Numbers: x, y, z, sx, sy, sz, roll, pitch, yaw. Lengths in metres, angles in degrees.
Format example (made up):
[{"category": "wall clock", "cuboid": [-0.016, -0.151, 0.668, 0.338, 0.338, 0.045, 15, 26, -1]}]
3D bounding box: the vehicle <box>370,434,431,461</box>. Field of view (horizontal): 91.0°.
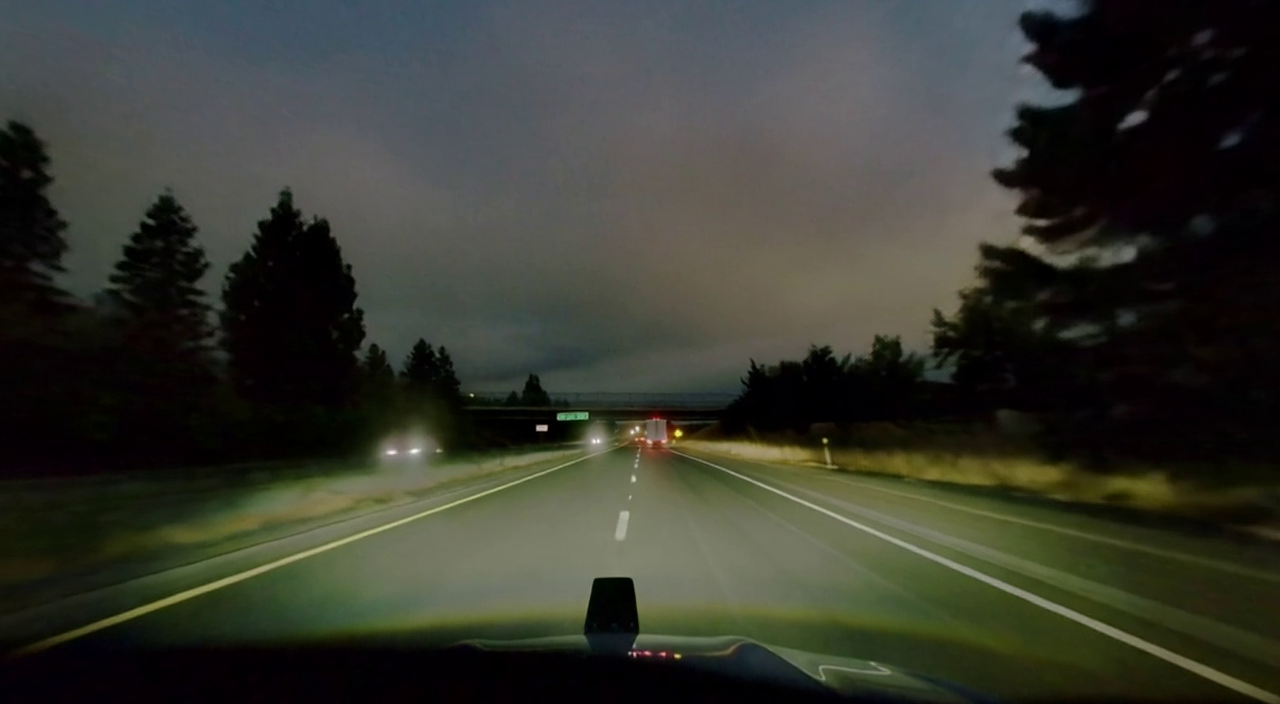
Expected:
[{"category": "vehicle", "cuboid": [-13.662, 5.485, 36.206, 1.865, 1.428, 4.137, 0, -8, 0]}]
